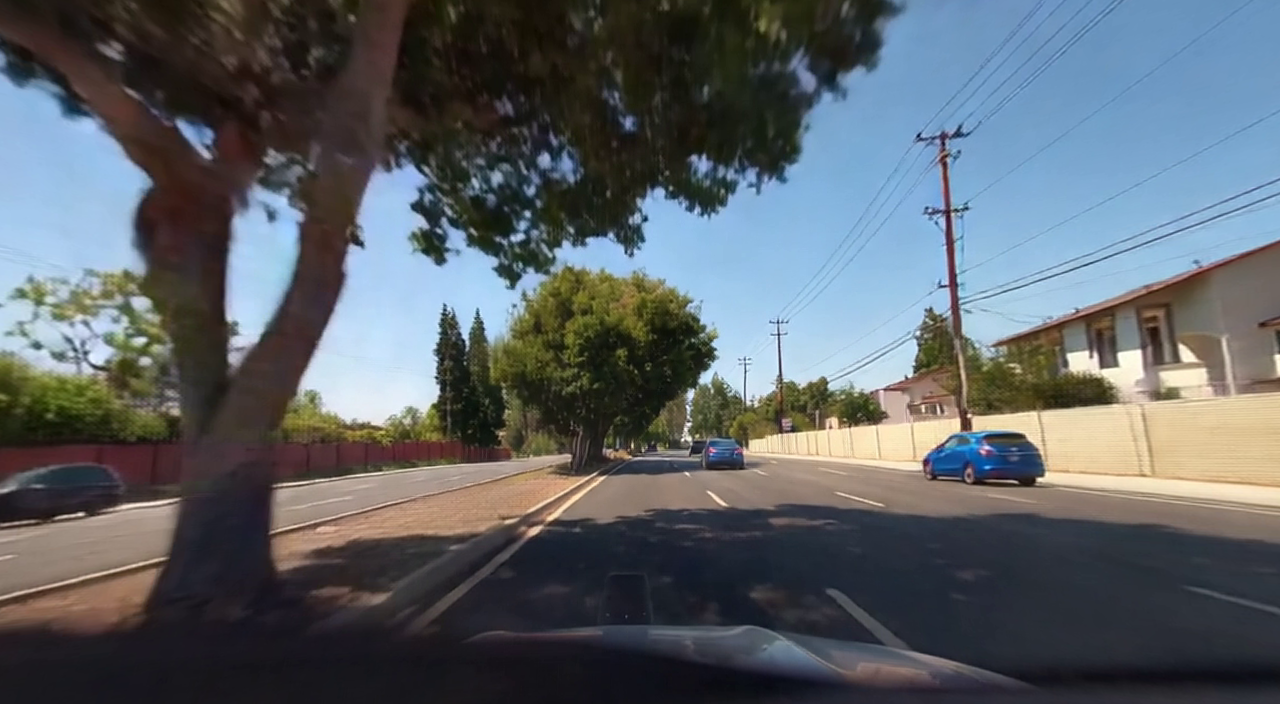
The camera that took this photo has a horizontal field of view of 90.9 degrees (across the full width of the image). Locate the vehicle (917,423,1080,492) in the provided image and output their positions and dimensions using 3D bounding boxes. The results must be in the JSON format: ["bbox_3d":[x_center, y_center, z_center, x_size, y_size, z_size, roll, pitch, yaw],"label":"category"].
[{"bbox_3d":[9.890,2.934,17.894,1.978,1.700,4.461,0,-8,0],"label":"vehicle"}]

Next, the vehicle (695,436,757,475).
[{"bbox_3d":[3.554,4.364,26.799,2.063,1.481,4.247,0,-8,0],"label":"vehicle"}]

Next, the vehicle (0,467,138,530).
[{"bbox_3d":[-17.775,4.248,18.716,1.952,1.468,4.487,0,-8,1],"label":"vehicle"}]
